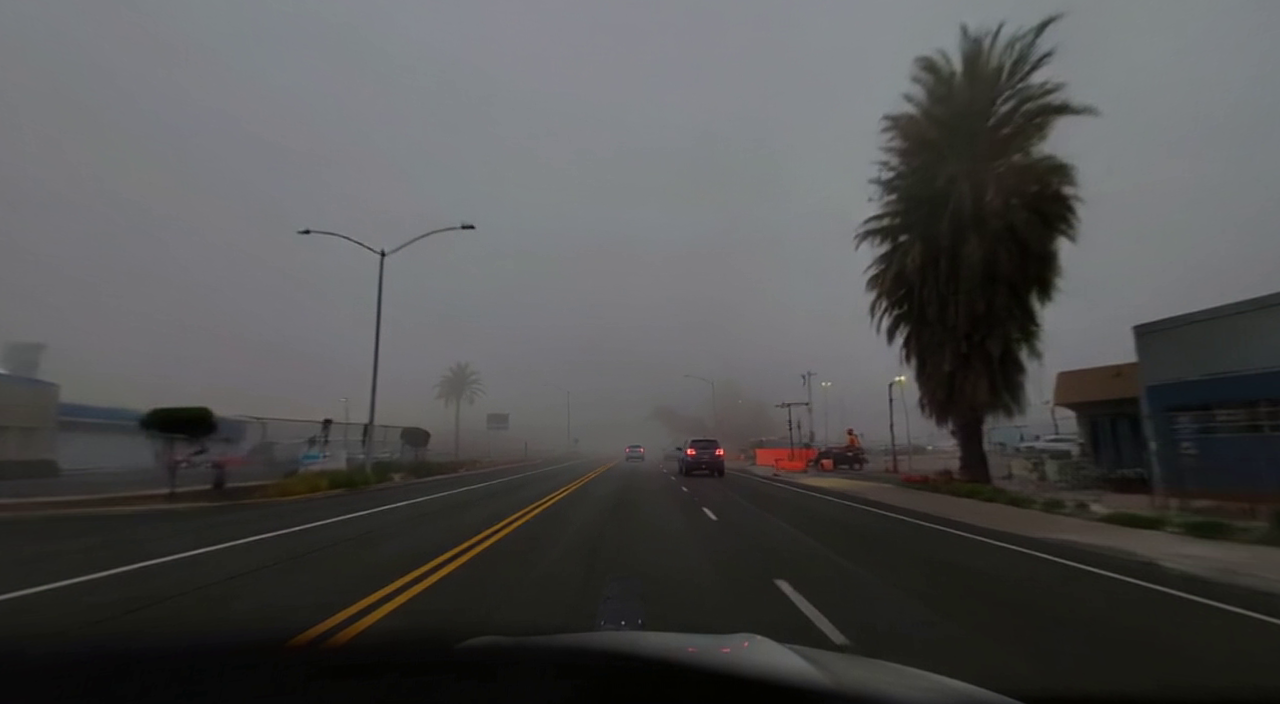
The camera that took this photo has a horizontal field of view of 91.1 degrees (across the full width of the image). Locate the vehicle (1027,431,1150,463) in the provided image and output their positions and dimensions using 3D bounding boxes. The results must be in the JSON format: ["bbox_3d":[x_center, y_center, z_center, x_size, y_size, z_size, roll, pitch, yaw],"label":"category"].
[{"bbox_3d":[30.481,6.452,42.821,6.580,2.031,2.456,1,-8,-3],"label":"vehicle"}]

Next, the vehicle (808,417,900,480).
[{"bbox_3d":[11.105,4.970,32.438,2.609,2.976,4.867,-8,-11,42],"label":"vehicle"}]

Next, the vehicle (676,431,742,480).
[{"bbox_3d":[2.974,4.644,28.446,2.386,1.970,5.665,0,-8,0],"label":"vehicle"}]
